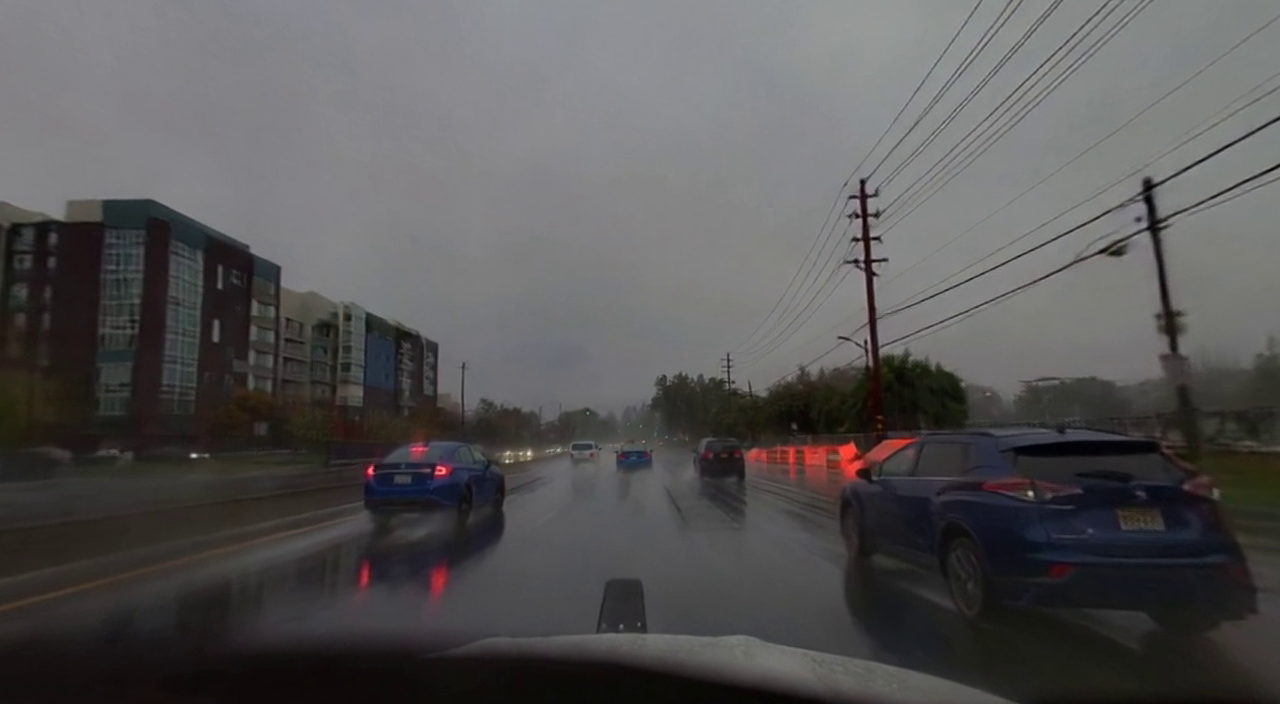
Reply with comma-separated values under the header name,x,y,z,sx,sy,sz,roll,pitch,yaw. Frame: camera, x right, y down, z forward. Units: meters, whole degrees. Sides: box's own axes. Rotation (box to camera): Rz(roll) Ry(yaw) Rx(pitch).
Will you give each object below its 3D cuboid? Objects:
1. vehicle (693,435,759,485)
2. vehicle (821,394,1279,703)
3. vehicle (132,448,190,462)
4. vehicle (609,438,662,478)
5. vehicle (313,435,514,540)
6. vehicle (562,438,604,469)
name,x,y,z,sx,sy,sz,roll,pitch,yaw
vehicle,3.371,4.321,25.590,2.029,1.797,4.218,0,-8,-1
vehicle,3.107,1.310,5.284,1.975,1.598,4.025,0,-8,0
vehicle,-37.016,7.951,48.814,3.745,1.024,2.044,-5,-10,27
vehicle,-0.179,4.919,29.678,2.291,1.714,4.217,0,-8,0
vehicle,-3.662,2.247,11.165,1.968,1.473,4.209,0,-8,0
vehicle,-3.608,6.502,40.737,2.190,1.832,4.417,0,-8,1
